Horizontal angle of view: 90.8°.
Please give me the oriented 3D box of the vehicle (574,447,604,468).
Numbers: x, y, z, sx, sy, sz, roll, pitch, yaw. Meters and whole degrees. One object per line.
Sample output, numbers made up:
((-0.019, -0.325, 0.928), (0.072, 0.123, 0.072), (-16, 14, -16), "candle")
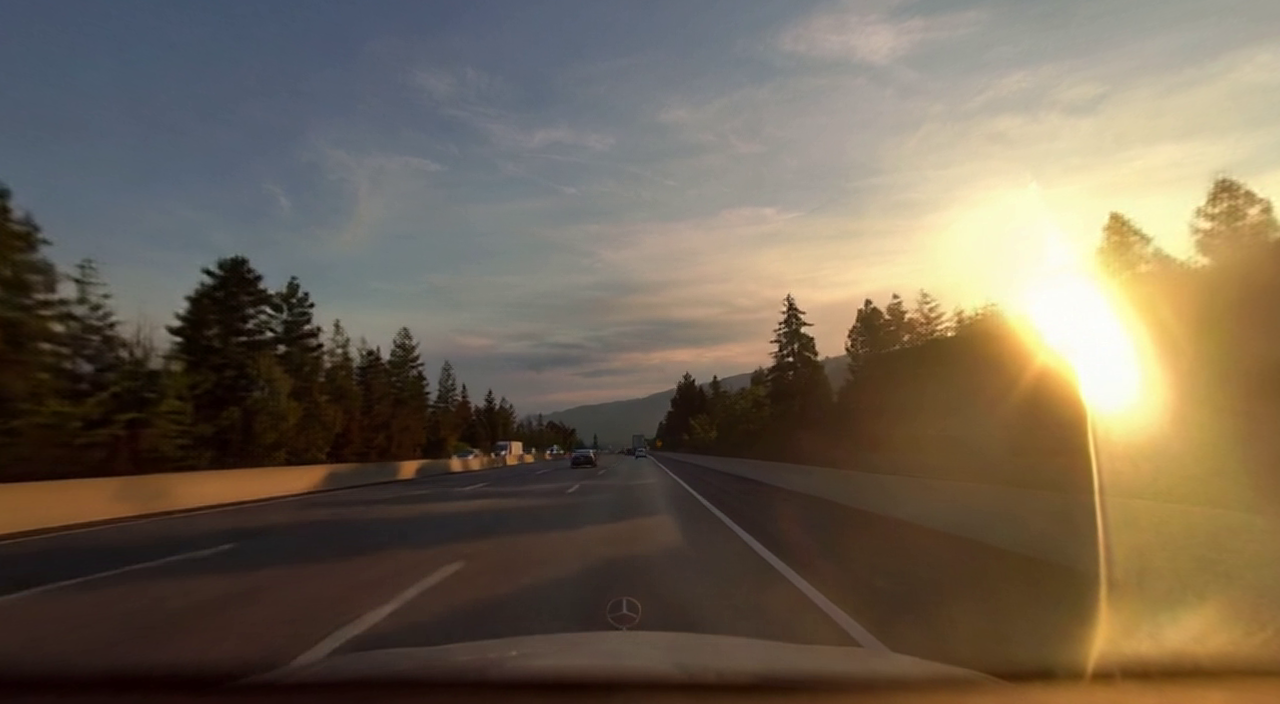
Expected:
((-3.798, 7.905, 47.426), (1.893, 1.521, 3.742), (0, -9, 0), "vehicle")
